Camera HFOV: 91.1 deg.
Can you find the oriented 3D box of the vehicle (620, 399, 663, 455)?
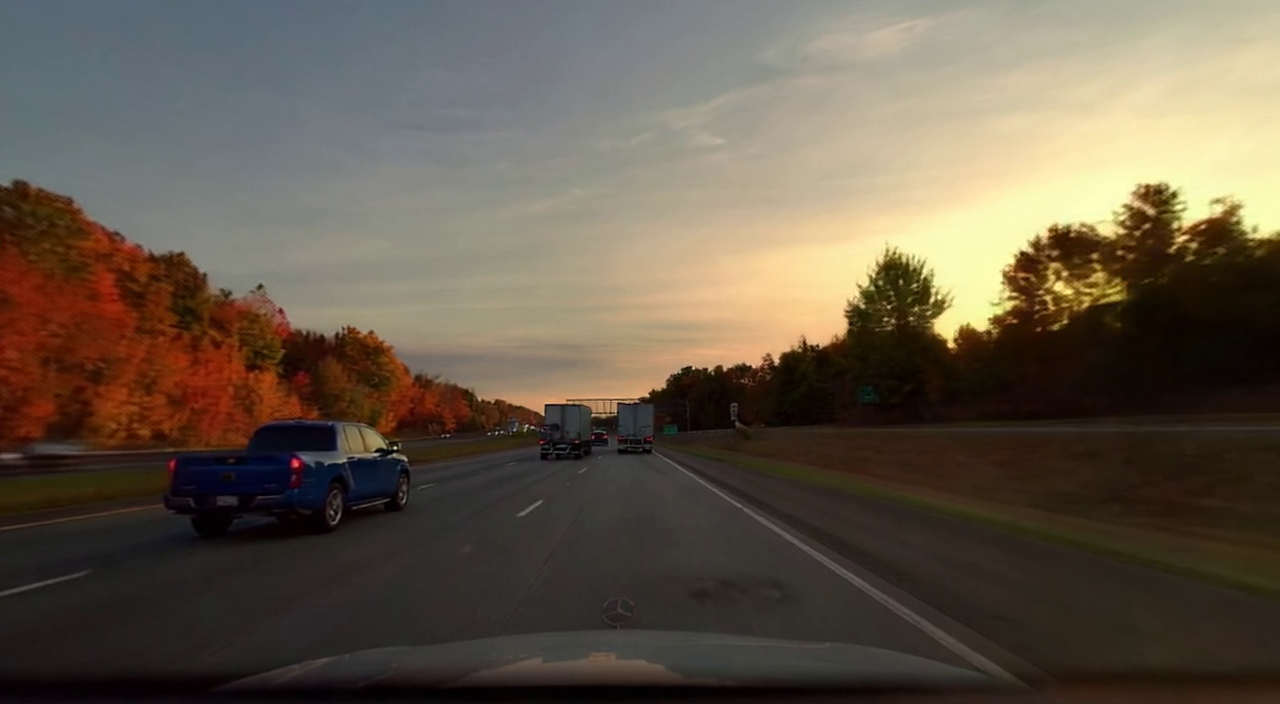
[{"bbox_3d":[-0.046,5.934,49.381,3.078,3.955,8.774,0,-8,-2],"label":"vehicle"}]

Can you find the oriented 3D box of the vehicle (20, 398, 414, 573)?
[{"bbox_3d":[-4.883,1.586,8.348,2.089,1.669,4.515,0,-8,0],"label":"vehicle"}]

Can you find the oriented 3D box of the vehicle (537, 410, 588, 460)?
[{"bbox_3d":[-4.538,5.000,37.841,2.383,2.726,5.677,0,-8,0],"label":"vehicle"}]
